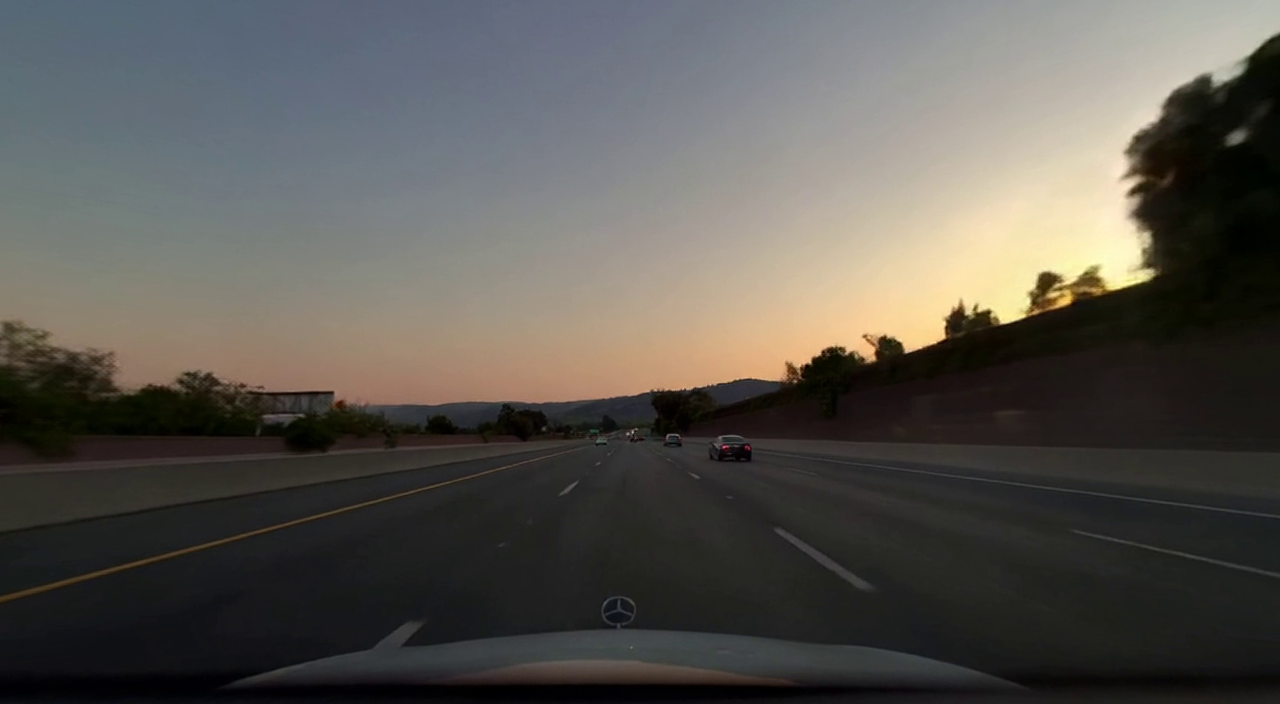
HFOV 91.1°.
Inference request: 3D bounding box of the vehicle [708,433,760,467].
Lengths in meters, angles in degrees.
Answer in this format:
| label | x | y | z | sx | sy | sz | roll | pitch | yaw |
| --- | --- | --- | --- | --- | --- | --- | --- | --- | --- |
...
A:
| label | x | y | z | sx | sy | sz | roll | pitch | yaw |
| --- | --- | --- | --- | --- | --- | --- | --- | --- | --- |
| vehicle | 4.392 | 4.613 | 29.934 | 1.802 | 1.492 | 3.804 | 0 | -8 | -1 |
